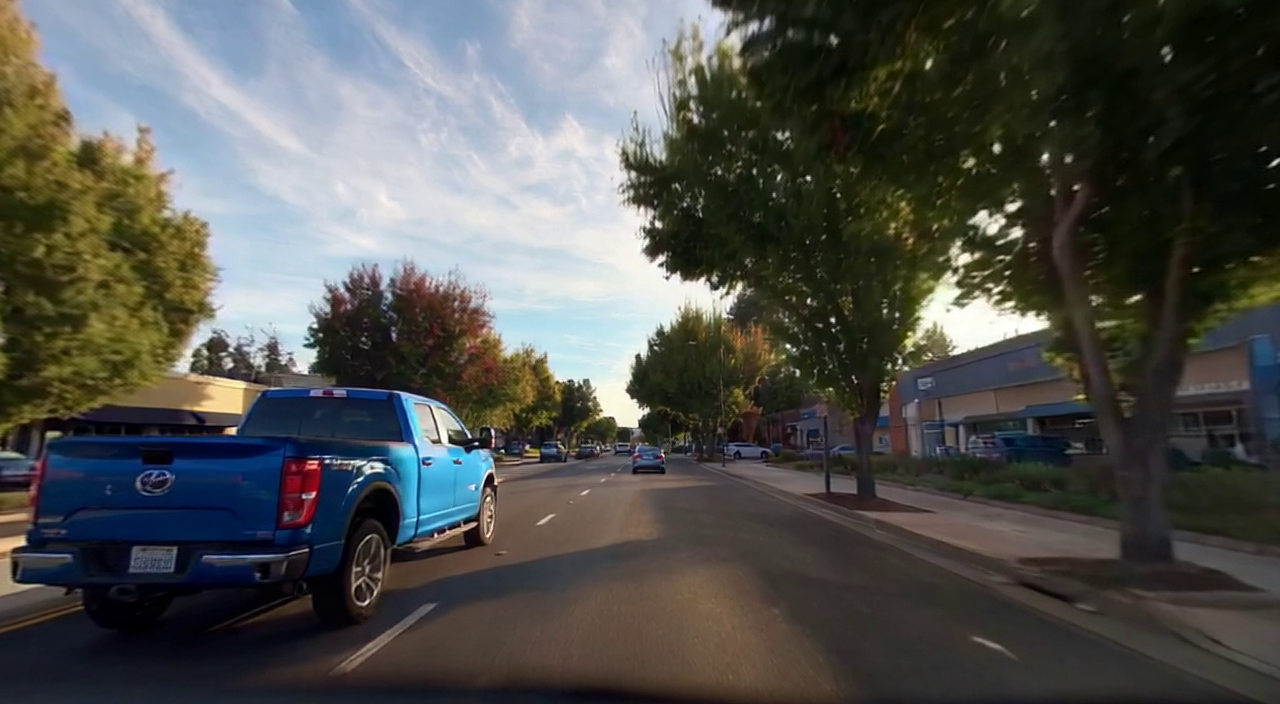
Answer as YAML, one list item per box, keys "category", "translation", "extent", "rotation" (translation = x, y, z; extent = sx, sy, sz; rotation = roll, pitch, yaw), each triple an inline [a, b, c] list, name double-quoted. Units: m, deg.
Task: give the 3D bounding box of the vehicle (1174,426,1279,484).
- category: "vehicle"
  translation: [21.915, 3.555, 21.757]
  extent: [4.957, 1.882, 2.031]
  rotation: [-6, -10, 38]

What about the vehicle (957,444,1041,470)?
- category: "vehicle"
  translation: [22.682, 6.609, 39.728]
  extent: [4.437, 1.485, 2.027]
  rotation: [-4, -9, 32]

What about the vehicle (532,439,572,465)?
- category: "vehicle"
  translation: [-6.524, 7.498, 47.197]
  extent: [2.146, 1.788, 5.153]
  rotation: [0, -8, 2]

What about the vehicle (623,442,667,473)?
- category: "vehicle"
  translation: [0.294, 5.624, 33.884]
  extent: [2.191, 1.530, 4.470]
  rotation: [0, -8, 1]

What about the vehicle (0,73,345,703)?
- category: "vehicle"
  translation: [-3.431, 0.290, 1.430]
  extent: [2.733, 2.495, 5.037]
  rotation: [0, -8, 4]

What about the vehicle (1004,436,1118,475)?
- category: "vehicle"
  translation: [20.913, 5.141, 31.424]
  extent: [4.501, 1.780, 2.082]
  rotation: [-5, -9, 30]
